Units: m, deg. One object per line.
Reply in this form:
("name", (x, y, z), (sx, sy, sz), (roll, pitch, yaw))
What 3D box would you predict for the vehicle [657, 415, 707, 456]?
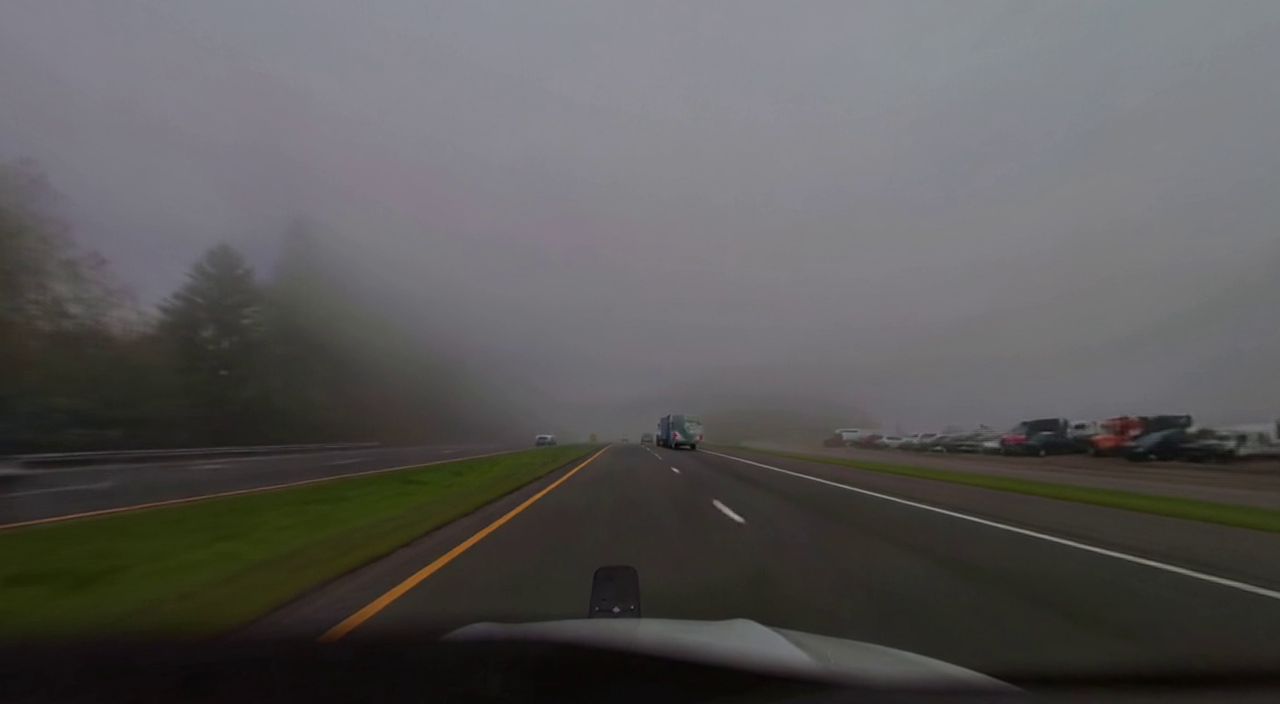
("vehicle", (2.830, 5.939, 44.669), (2.821, 2.673, 6.205), (0, -8, -3))
